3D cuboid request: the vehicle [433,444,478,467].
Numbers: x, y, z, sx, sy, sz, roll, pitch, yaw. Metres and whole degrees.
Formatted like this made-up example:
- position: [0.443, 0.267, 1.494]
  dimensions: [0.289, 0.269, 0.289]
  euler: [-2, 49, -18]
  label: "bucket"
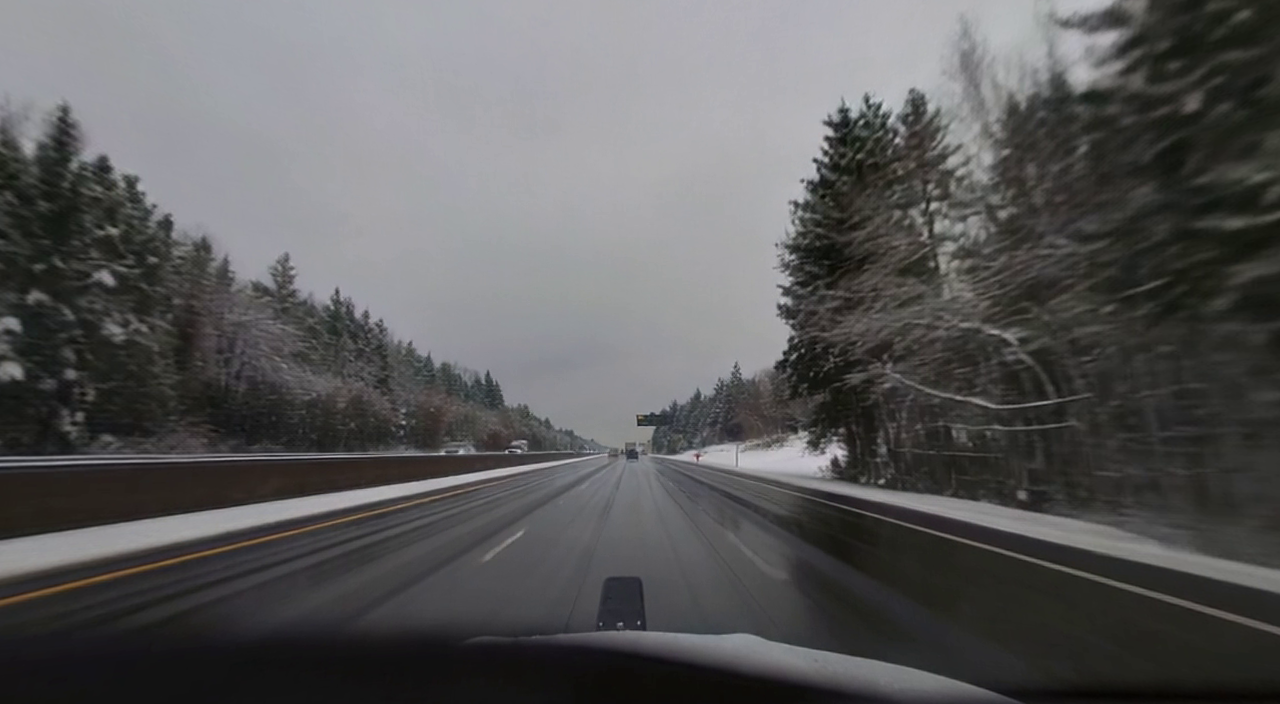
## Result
- position: [-12.425, 7.013, 42.724]
  dimensions: [1.822, 1.474, 4.238]
  euler: [0, -9, 0]
  label: "vehicle"
